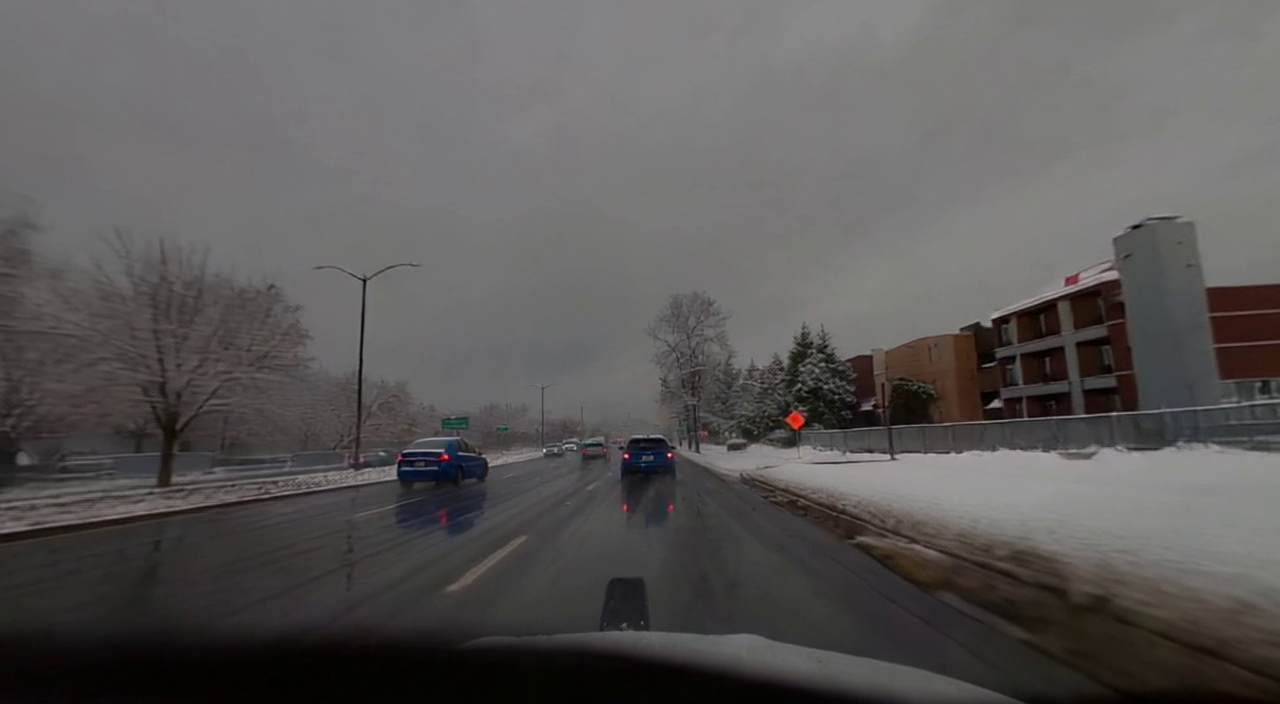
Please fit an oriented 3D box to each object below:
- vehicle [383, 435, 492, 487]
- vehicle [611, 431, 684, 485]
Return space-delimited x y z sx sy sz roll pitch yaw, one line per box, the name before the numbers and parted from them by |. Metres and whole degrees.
vehicle | -6.335 3.460 20.304 1.877 1.479 4.430 -1 -8 3
vehicle | 0.252 3.546 21.356 2.227 1.654 4.091 0 -8 0
